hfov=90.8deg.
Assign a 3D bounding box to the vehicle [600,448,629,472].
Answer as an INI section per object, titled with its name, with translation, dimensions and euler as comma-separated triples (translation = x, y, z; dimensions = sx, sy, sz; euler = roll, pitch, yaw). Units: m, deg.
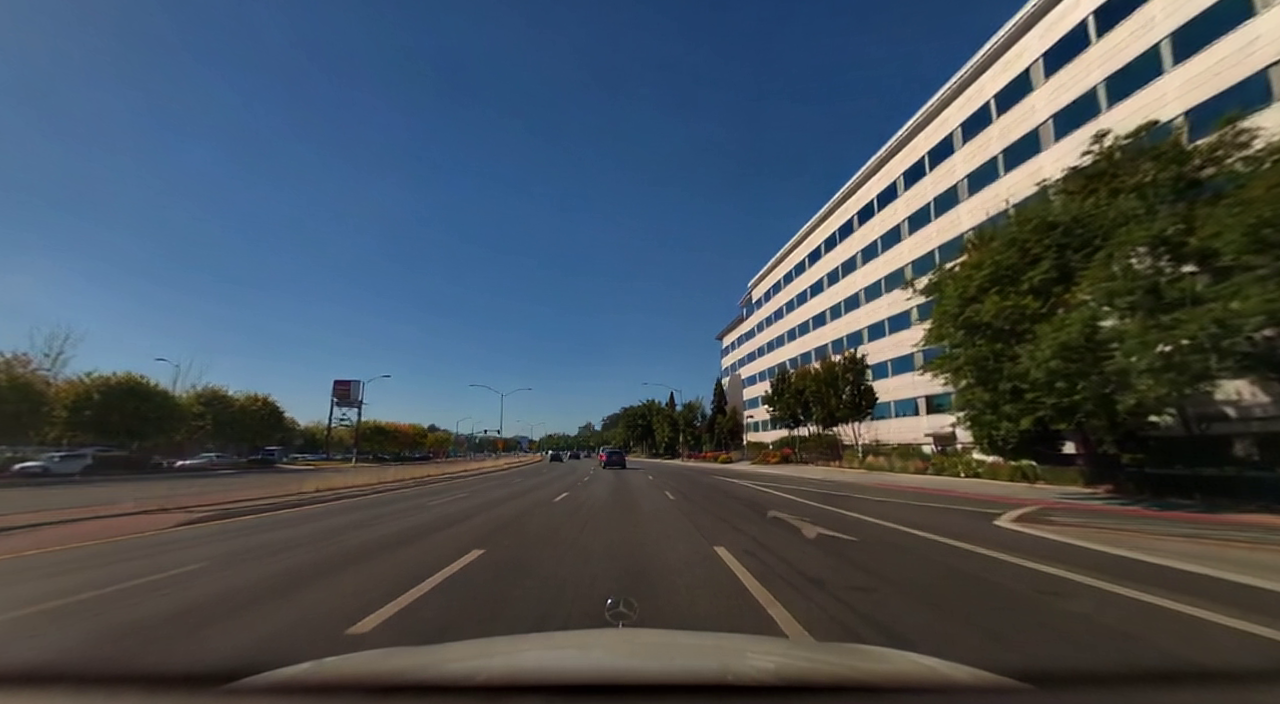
[vehicle]
translation = -1.946, 8.072, 47.378
dimensions = 2.038, 1.682, 3.844
euler = 0, -8, -4
